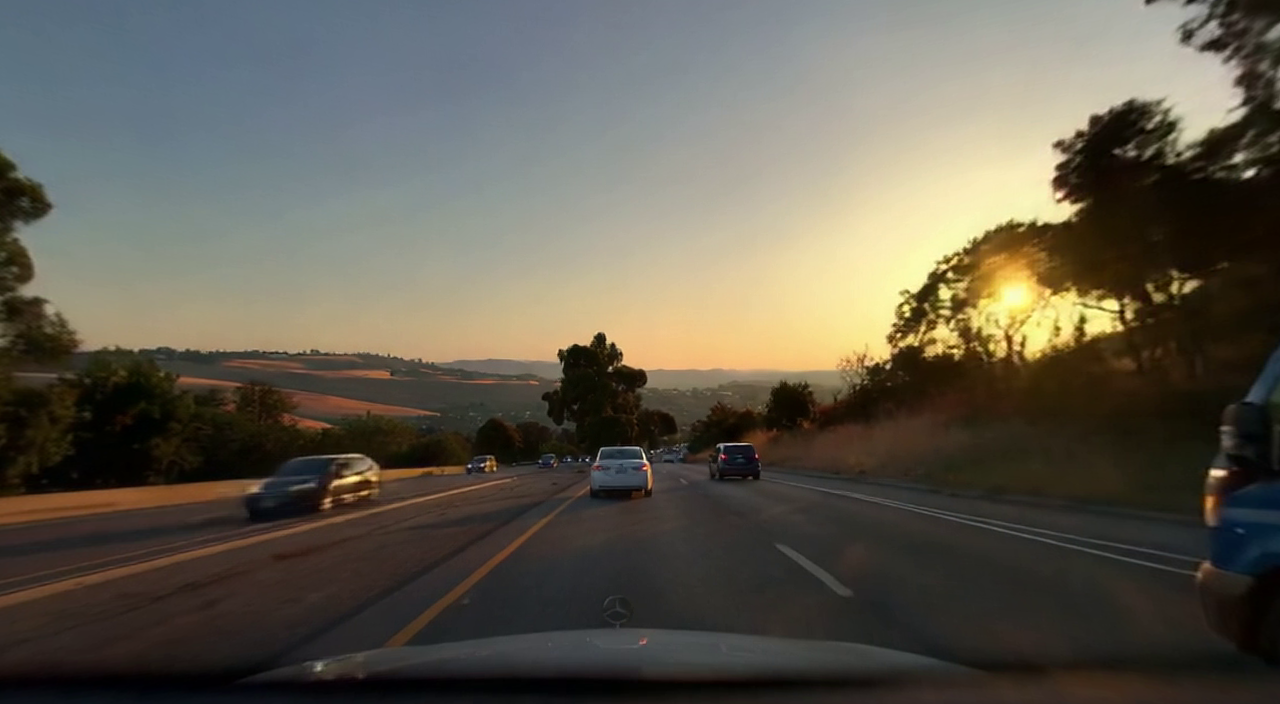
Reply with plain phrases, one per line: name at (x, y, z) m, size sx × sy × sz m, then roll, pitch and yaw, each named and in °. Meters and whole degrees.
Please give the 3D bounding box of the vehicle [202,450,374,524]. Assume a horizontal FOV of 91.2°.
vehicle at (-8.382, 3.206, 15.454) m, size 1.867 × 1.515 × 4.107 m, roll 0°, pitch -9°, yaw 0°

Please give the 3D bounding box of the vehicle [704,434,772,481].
vehicle at (4.382, 4.801, 28.780) m, size 2.261 × 1.952 × 4.784 m, roll 0°, pitch -9°, yaw -1°

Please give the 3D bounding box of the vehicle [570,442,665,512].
vehicle at (-0.484, 2.987, 15.419) m, size 2.029 × 1.483 × 3.769 m, roll 0°, pitch -9°, yaw 0°

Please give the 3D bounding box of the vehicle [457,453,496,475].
vehicle at (-12.510, 8.554, 48.120) m, size 1.823 × 1.539 × 4.087 m, roll 0°, pitch -9°, yaw 1°
